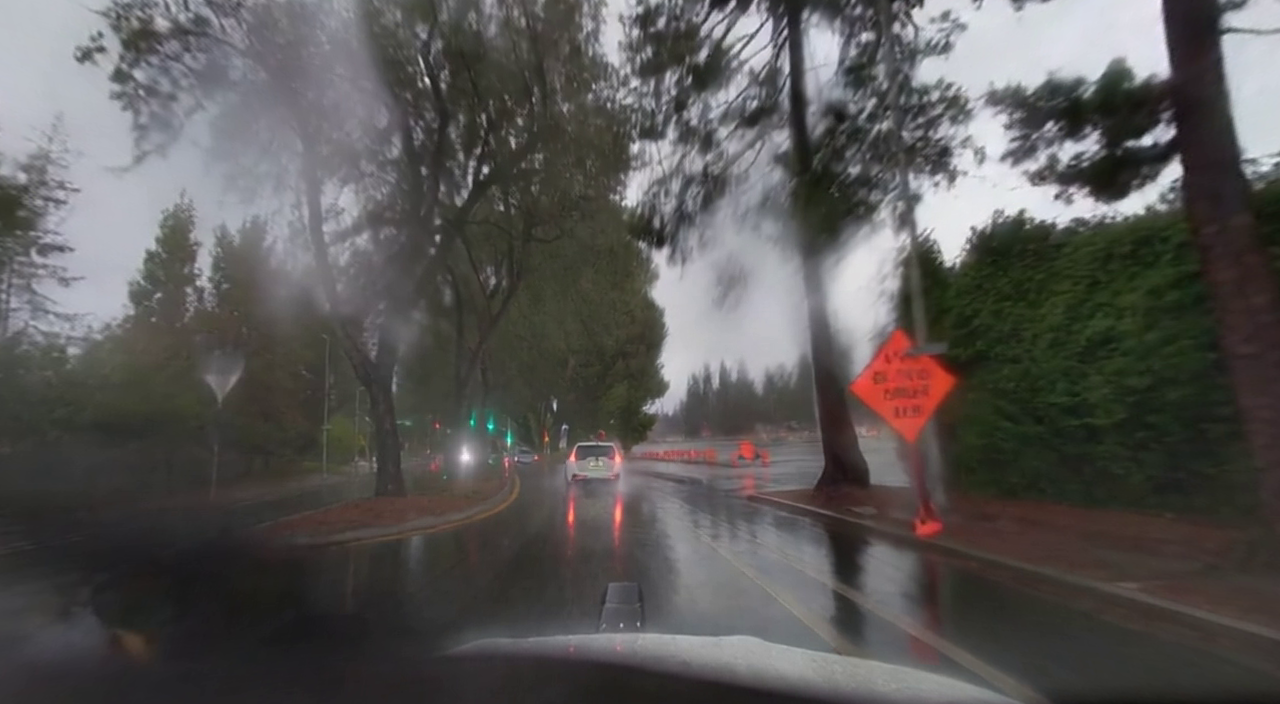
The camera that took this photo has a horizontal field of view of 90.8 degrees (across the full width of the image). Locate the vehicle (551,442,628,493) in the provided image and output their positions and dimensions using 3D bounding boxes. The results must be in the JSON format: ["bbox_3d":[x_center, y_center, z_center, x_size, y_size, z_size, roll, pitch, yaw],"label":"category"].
[{"bbox_3d":[-1.837,3.882,21.655,2.266,1.508,4.430,1,-9,-9],"label":"vehicle"}]
